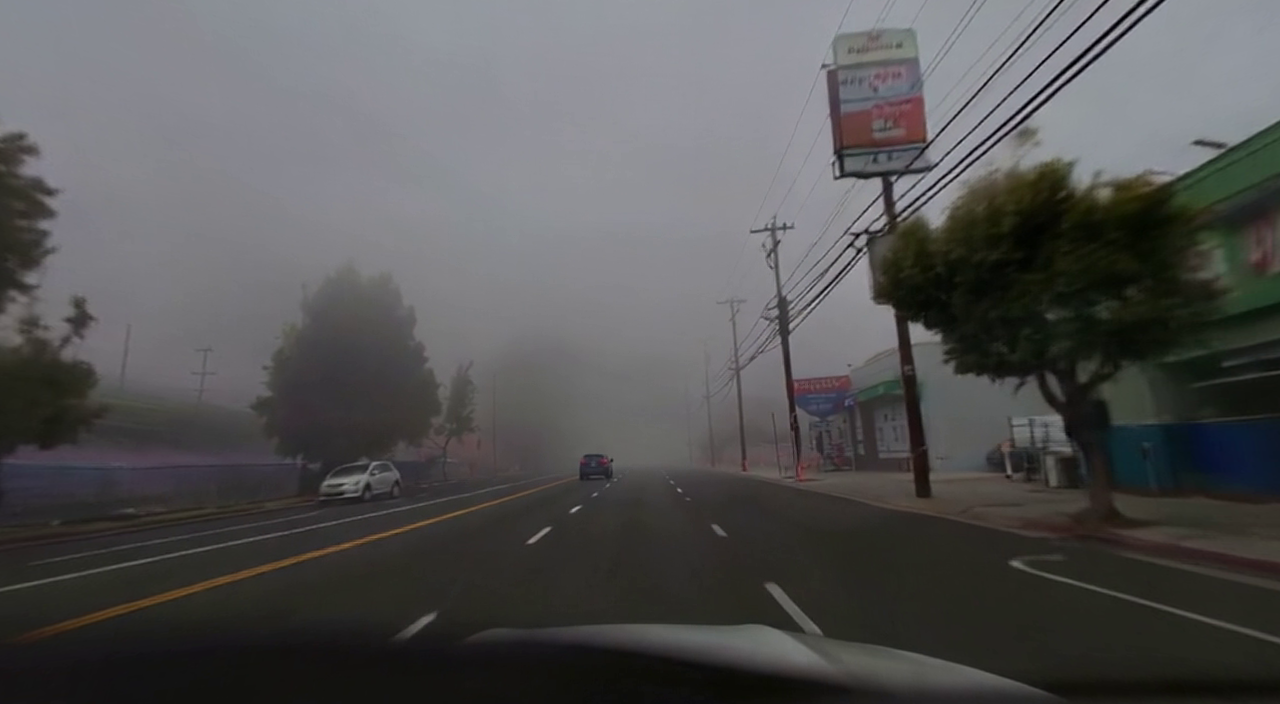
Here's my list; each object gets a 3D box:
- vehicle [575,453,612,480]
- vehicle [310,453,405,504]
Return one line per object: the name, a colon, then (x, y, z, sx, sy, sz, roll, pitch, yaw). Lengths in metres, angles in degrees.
vehicle: (-2.973, 7.448, 41.097, 2.036, 1.589, 4.549, 0, -9, 1)
vehicle: (-11.927, 5.333, 26.988, 2.052, 1.898, 4.253, 0, -9, 1)
